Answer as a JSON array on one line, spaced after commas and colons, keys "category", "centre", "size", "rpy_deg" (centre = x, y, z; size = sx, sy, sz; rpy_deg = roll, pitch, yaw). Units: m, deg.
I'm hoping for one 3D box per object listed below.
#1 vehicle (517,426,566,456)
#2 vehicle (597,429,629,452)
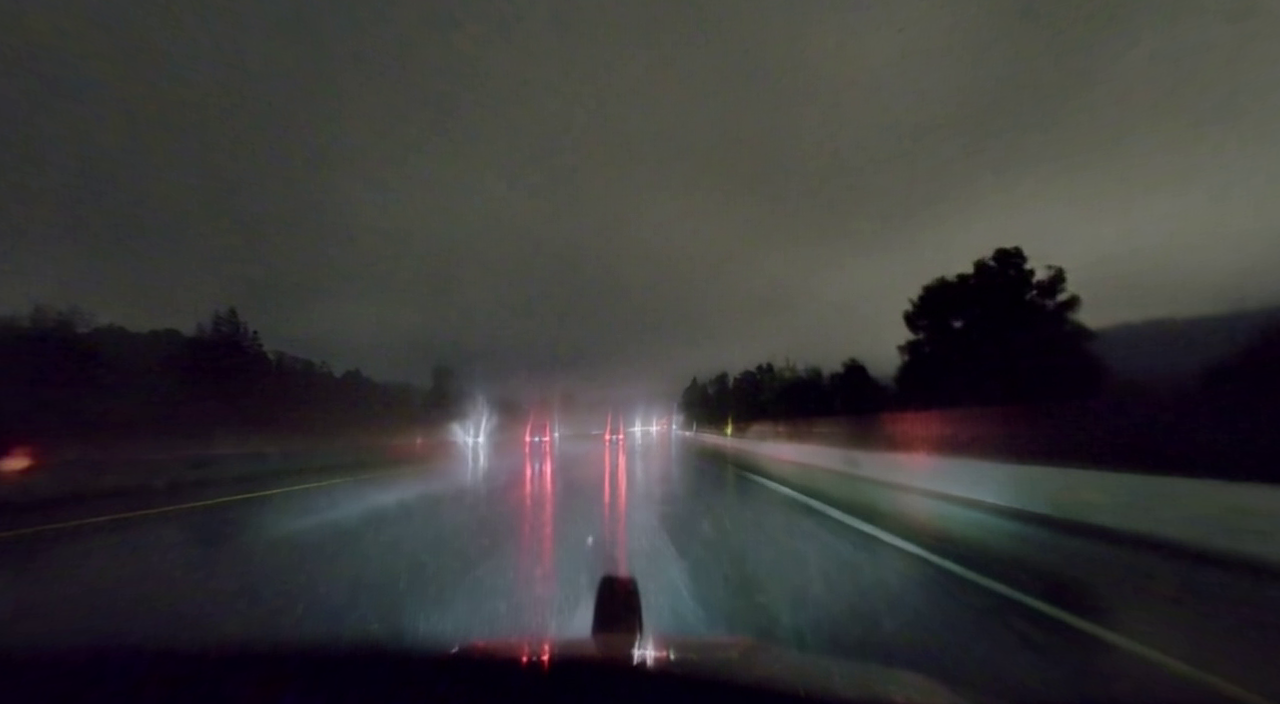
[{"category": "vehicle", "centre": [-5.764, 5.265, 37.244], "size": [2.113, 1.632, 4.409], "rpy_deg": [0, -8, 1]}, {"category": "vehicle", "centre": [-1.904, 6.387, 45.694], "size": [2.064, 1.571, 4.225], "rpy_deg": [0, -8, 1]}]
